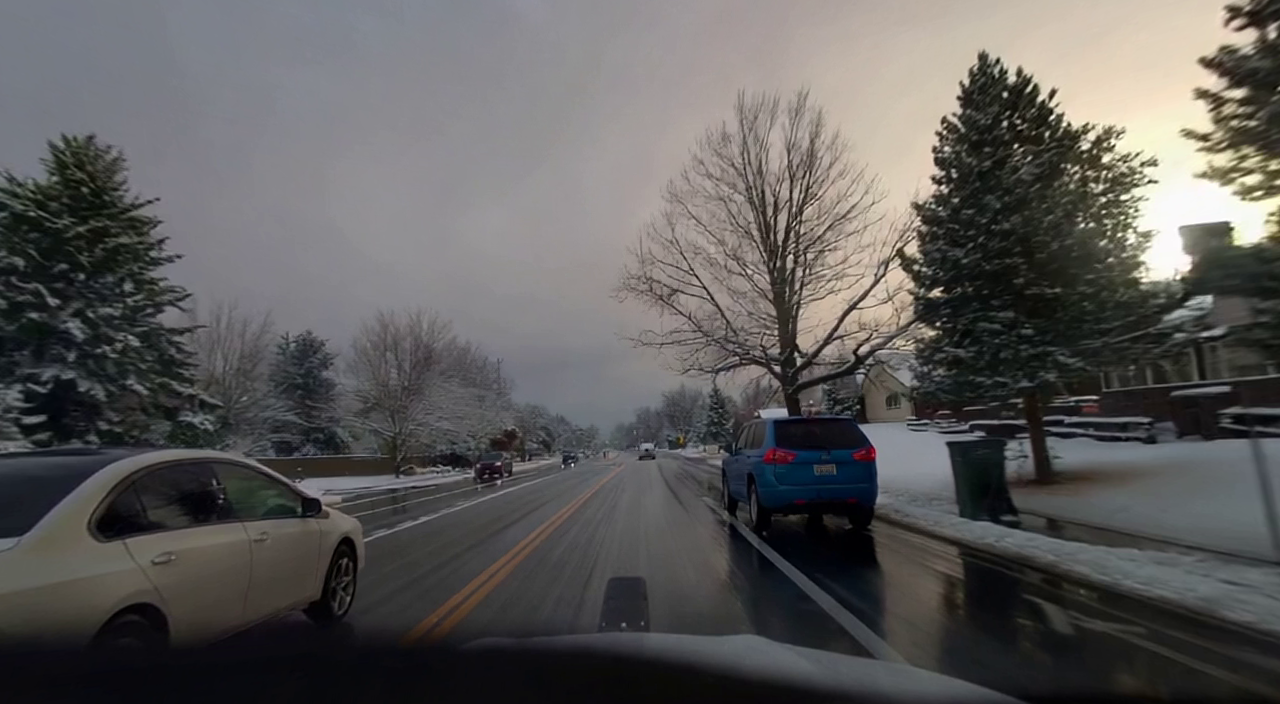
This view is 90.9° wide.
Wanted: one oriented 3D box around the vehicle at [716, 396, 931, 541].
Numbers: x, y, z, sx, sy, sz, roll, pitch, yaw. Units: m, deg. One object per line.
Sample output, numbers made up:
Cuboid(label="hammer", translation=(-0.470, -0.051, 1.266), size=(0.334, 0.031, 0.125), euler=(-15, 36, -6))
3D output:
Cuboid(label="vehicle", translation=(2.987, 2.100, 11.950), size=(2.338, 2.063, 5.592), euler=(0, -9, 0))

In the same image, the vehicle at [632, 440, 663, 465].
Cuboid(label="vehicle", translation=(0.522, 7.300, 45.990), size=(2.138, 1.729, 4.178), euler=(0, -9, 0))

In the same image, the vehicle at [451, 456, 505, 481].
Cuboid(label="vehicle", translation=(-10.455, 7.533, 41.004), size=(1.893, 1.441, 4.604), euler=(-1, -9, 6))

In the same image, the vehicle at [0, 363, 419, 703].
Cuboid(label="vehicle", translation=(-3.213, 1.129, 3.806), size=(2.058, 1.659, 4.514), euler=(-1, -9, 1))
